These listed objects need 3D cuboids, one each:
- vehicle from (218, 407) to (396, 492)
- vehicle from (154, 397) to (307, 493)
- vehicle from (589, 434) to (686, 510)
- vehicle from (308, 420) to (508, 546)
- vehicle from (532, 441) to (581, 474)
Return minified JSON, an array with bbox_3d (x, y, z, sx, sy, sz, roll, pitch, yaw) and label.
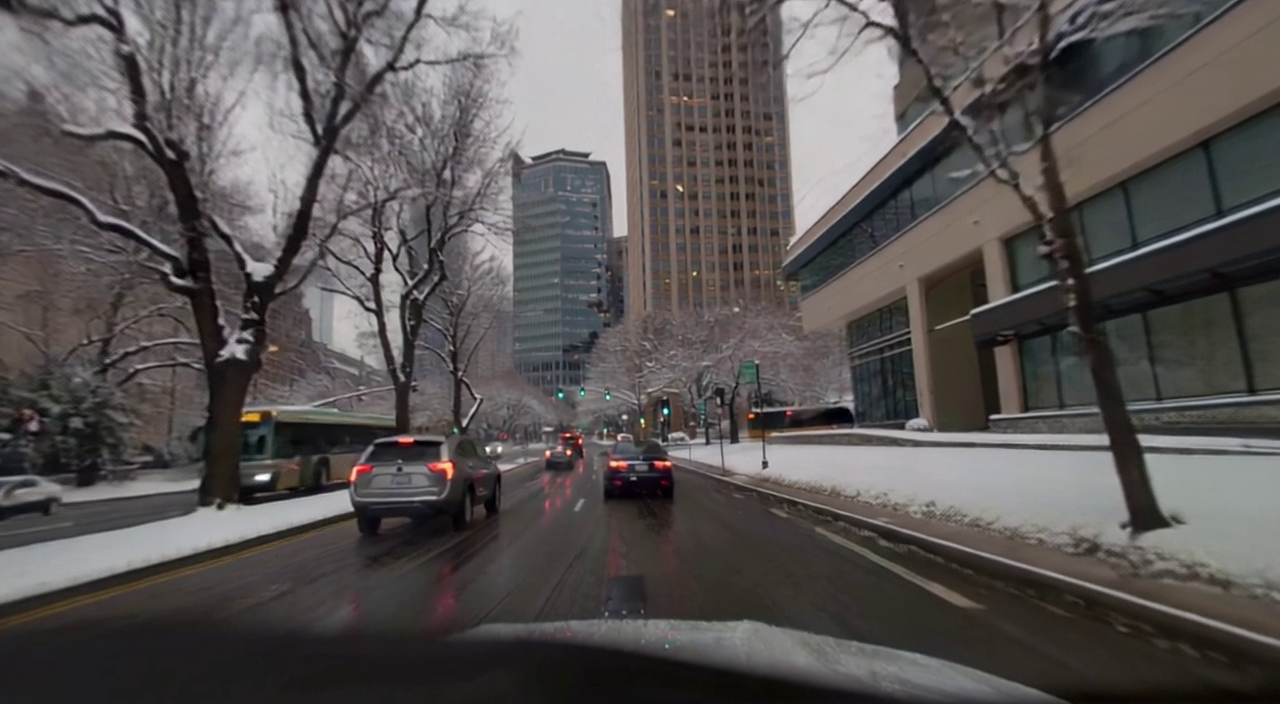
[{"bbox_3d":[-14.941,4.570,29.677,3.063,3.298,9.918,0,-9,-1],"label":"vehicle"},{"bbox_3d":[-19.542,4.505,30.752,2.995,4.140,6.561,0,-8,-1],"label":"vehicle"},{"bbox_3d":[-0.143,2.710,14.627,1.933,1.504,3.802,0,-9,-3],"label":"vehicle"},{"bbox_3d":[-3.467,2.019,10.262,1.848,1.641,3.686,0,-9,-1],"label":"vehicle"},{"bbox_3d":[-4.034,5.172,31.066,1.961,1.517,4.202,0,-9,-2],"label":"vehicle"}]
